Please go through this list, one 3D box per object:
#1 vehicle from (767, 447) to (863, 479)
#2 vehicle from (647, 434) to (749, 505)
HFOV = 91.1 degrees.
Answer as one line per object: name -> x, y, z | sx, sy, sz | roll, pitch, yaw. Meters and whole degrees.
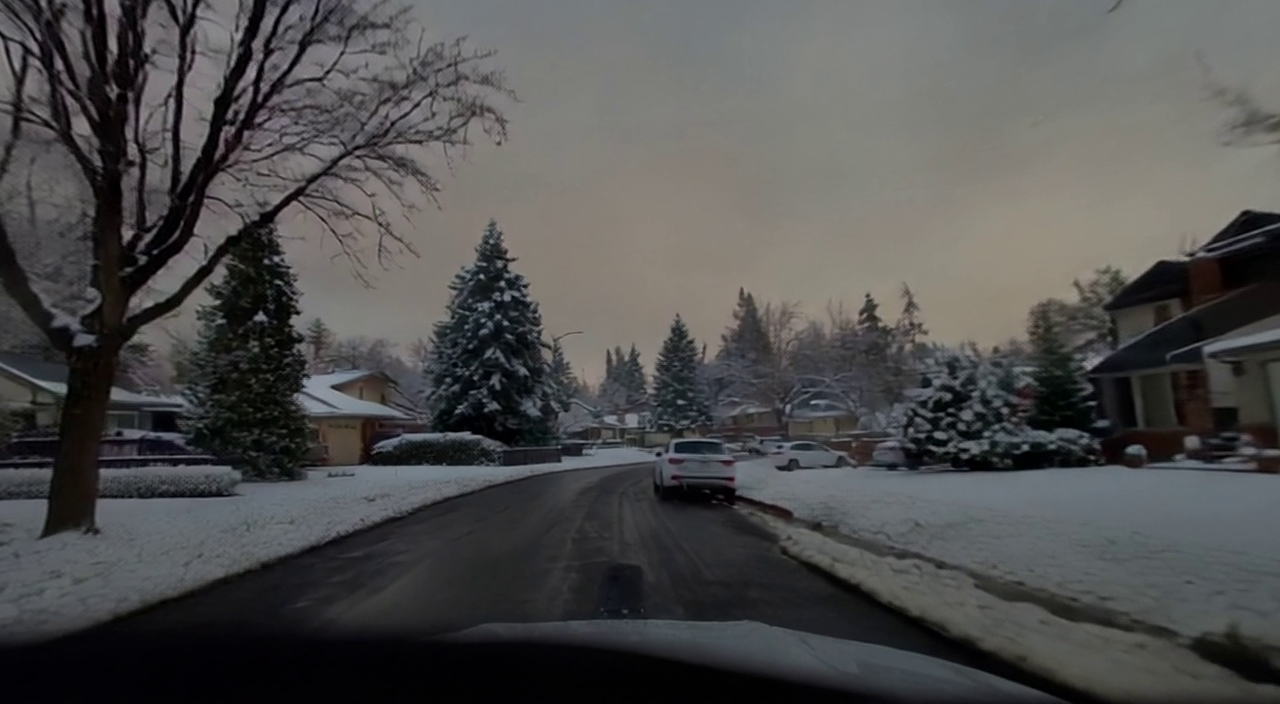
vehicle -> 8.710, 5.563, 31.594 | 4.457, 1.510, 1.762 | -2, -9, 11
vehicle -> 1.485, 3.286, 18.060 | 2.163, 1.760, 4.591 | 1, -8, -4
